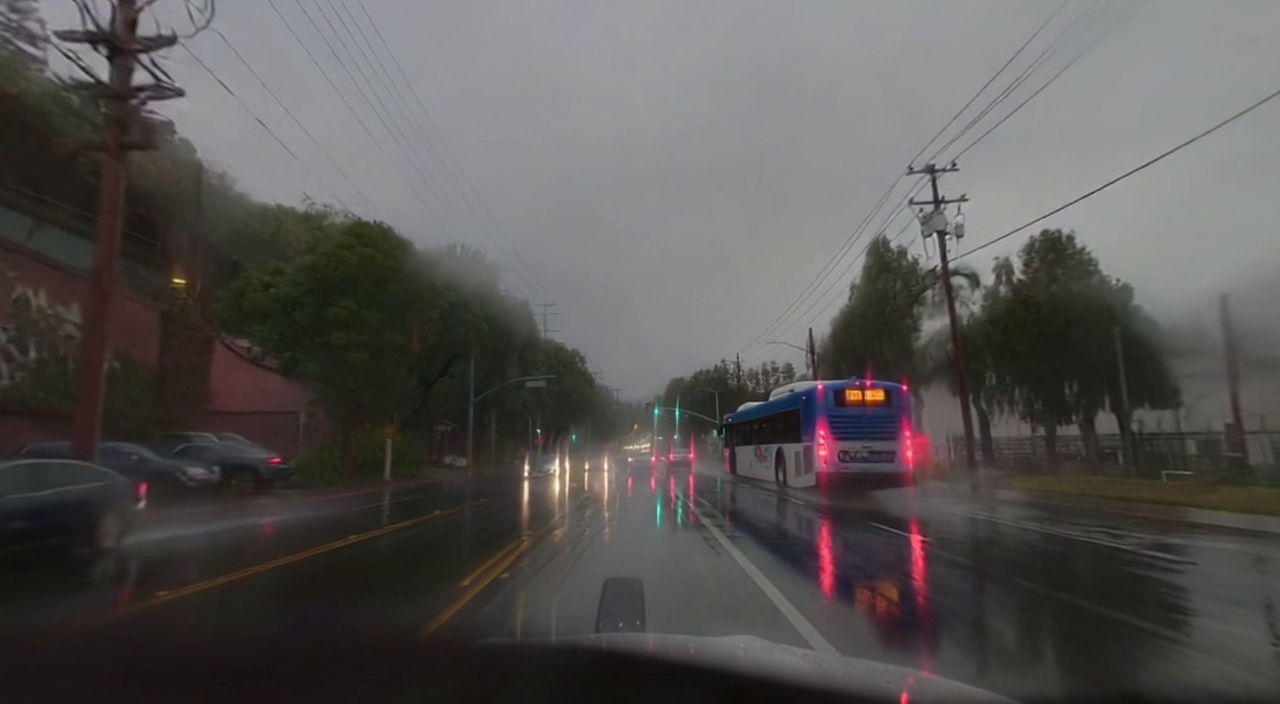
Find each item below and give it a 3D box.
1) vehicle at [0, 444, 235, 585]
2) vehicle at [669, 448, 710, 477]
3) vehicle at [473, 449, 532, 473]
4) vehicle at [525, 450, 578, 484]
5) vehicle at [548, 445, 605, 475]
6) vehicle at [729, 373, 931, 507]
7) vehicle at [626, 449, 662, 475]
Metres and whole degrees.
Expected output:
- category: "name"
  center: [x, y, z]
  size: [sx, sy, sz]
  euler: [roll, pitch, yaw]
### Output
- category: "vehicle"
  center: [-8.615, 2.244, 9.601]
  size: [2.017, 1.659, 4.405]
  euler: [0, -8, -1]
- category: "vehicle"
  center: [2.702, 6.162, 35.369]
  size: [1.961, 1.470, 4.196]
  euler: [0, -8, -1]
- category: "vehicle"
  center: [-10.854, 8.557, 49.698]
  size: [4.699, 1.750, 2.132]
  euler: [-7, -11, 40]
- category: "vehicle"
  center: [-4.250, 5.589, 31.060]
  size: [1.915, 1.452, 4.654]
  euler: [0, -8, 0]
- category: "vehicle"
  center: [-4.105, 7.083, 41.719]
  size: [2.076, 1.815, 4.464]
  euler: [-3, -9, 19]
- category: "vehicle"
  center: [5.795, 3.188, 22.708]
  size: [3.045, 3.447, 12.604]
  euler: [0, -8, -1]
- category: "vehicle"
  center: [0.184, 6.719, 38.882]
  size: [2.016, 1.464, 4.089]
  euler: [0, -8, -3]
